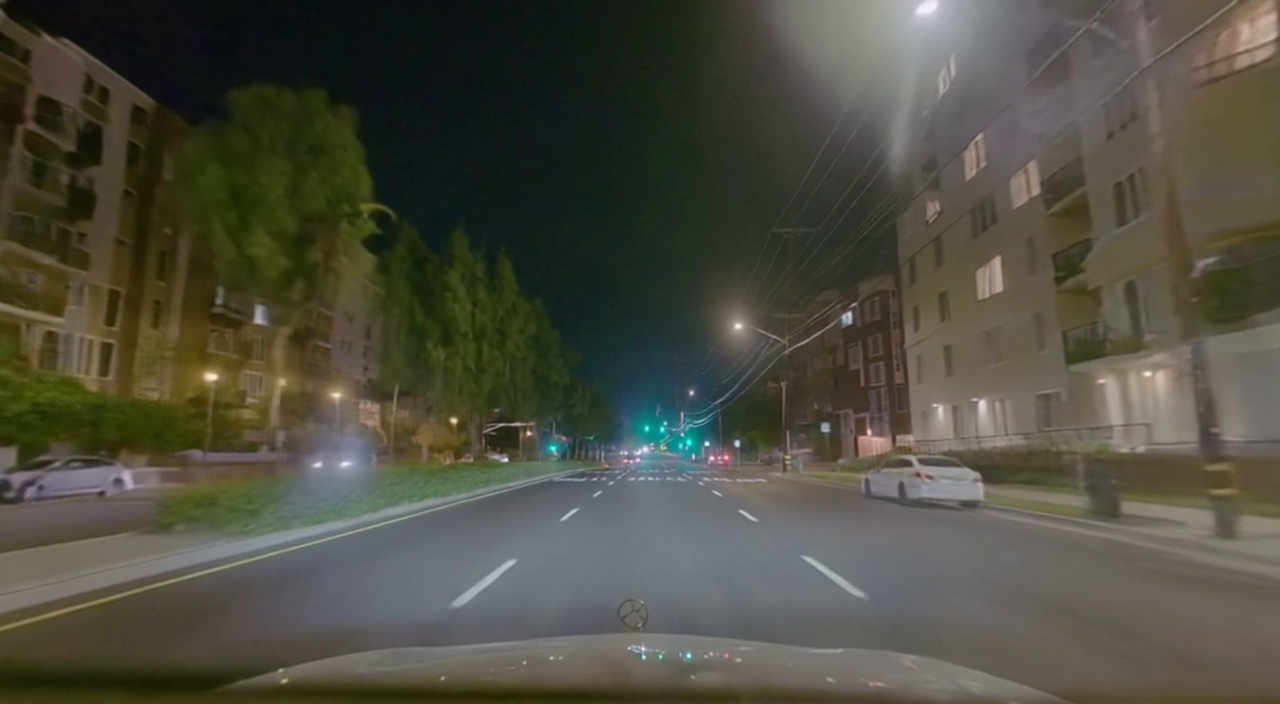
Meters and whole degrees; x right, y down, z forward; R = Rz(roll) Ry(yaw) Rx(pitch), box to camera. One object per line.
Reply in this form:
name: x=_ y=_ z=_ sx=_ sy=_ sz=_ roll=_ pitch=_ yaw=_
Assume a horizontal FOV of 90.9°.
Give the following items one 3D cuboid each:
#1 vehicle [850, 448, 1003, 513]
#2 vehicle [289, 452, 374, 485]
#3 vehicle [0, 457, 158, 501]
vehicle: x=7.438 y=3.342 z=16.987 sx=1.986 sy=1.467 sz=4.412 roll=0 pitch=-8 yaw=-1
vehicle: x=-15.309 y=5.786 z=31.596 sx=1.873 sy=1.469 sz=4.442 roll=0 pitch=-8 yaw=2
vehicle: x=-22.057 y=4.973 z=25.096 sx=1.906 sy=1.487 sz=4.773 roll=0 pitch=-8 yaw=1
